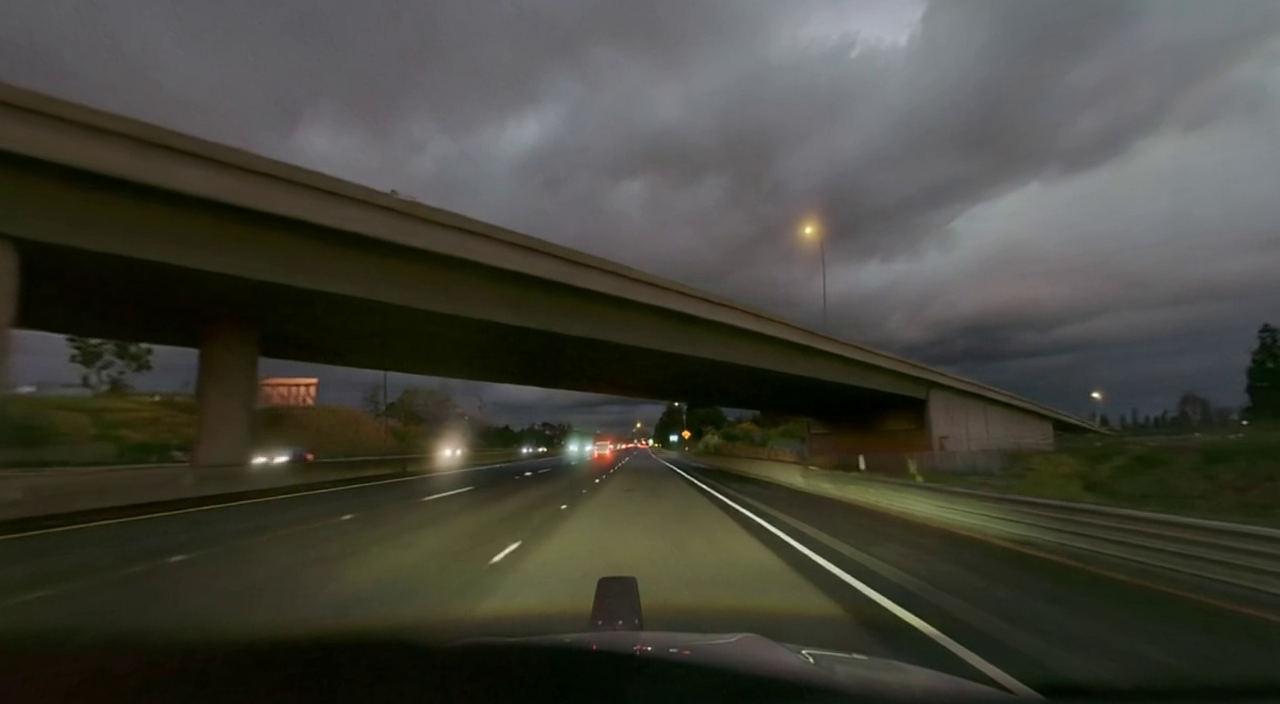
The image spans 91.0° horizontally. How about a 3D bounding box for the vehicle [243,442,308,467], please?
[{"bbox_3d":[-27.240,7.652,47.243,2.011,1.754,4.720,0,-9,0],"label":"vehicle"}]
